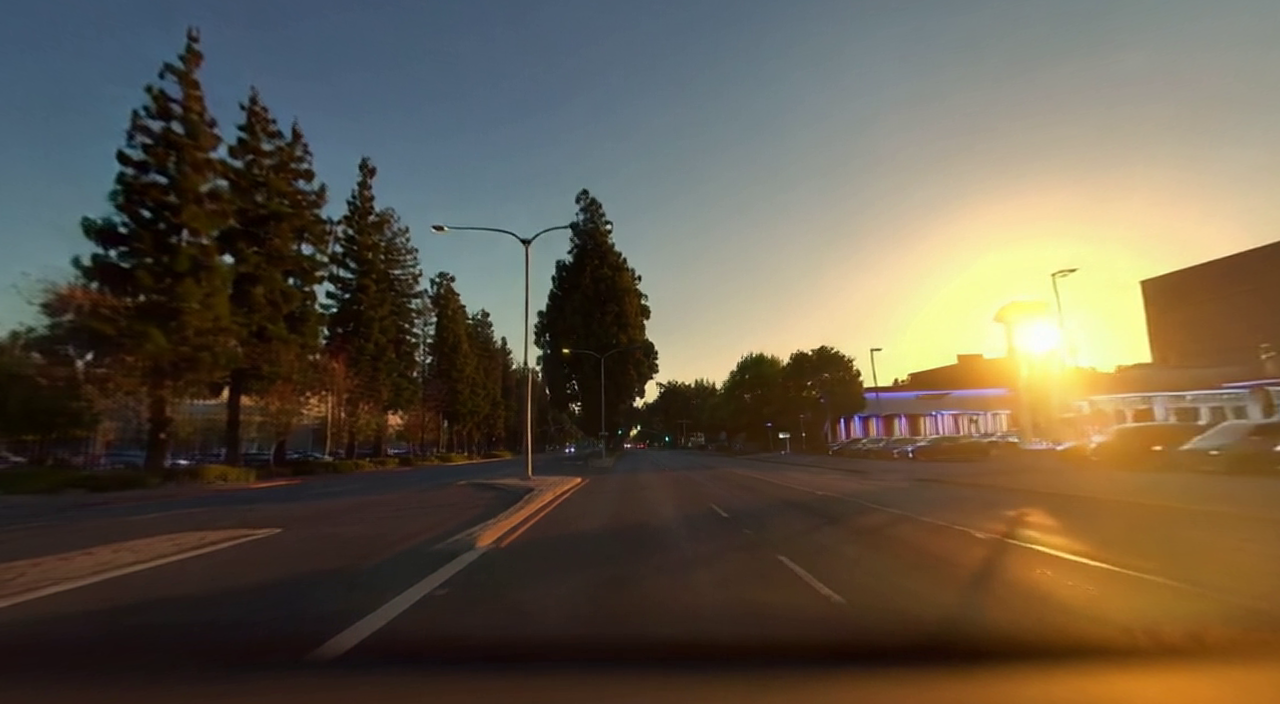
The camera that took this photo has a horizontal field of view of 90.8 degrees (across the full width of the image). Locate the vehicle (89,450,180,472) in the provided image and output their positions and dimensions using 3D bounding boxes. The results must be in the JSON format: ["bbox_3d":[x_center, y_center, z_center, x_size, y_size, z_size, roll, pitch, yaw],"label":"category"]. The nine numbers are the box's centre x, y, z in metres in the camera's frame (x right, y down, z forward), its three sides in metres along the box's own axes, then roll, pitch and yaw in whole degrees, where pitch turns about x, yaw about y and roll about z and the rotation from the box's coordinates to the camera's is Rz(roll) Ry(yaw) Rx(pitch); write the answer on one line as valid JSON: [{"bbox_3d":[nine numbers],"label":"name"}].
[{"bbox_3d":[-36.894,7.939,46.211,1.861,1.463,4.791,-6,-10,35],"label":"vehicle"}]

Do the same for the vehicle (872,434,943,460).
[{"bbox_3d":[18.258,6.464,43.109,4.493,1.632,1.985,4,-10,-28],"label":"vehicle"}]

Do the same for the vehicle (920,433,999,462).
[{"bbox_3d":[18.948,5.634,37.413,4.515,1.606,1.910,5,-10,-30],"label":"vehicle"}]

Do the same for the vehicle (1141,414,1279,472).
[{"bbox_3d":[17.427,2.658,18.486,1.841,1.471,4.367,-2,-9,-1],"label":"vehicle"}]

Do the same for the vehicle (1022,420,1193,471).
[{"bbox_3d":[17.204,3.510,23.742,2.196,1.667,5.262,0,-8,-3],"label":"vehicle"}]
